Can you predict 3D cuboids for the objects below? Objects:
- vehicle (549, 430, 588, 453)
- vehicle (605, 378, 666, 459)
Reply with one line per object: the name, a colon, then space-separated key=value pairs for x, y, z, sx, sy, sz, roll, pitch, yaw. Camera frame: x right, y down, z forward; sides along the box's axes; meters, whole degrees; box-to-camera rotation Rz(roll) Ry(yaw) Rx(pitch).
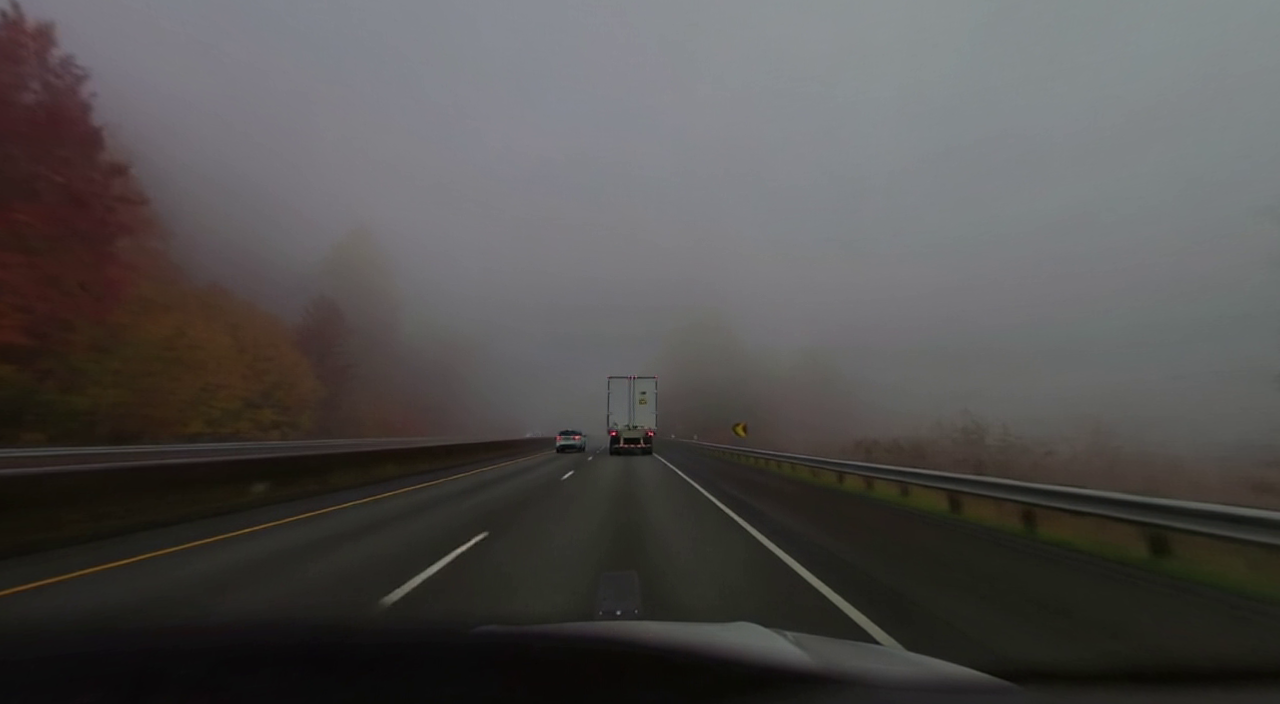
vehicle: x=-4.850 y=6.162 z=43.335 sx=2.217 sy=1.495 sz=4.245 roll=0 pitch=-8 yaw=0
vehicle: x=-0.392 y=4.082 z=37.185 sx=3.013 sy=4.016 sz=11.496 roll=0 pitch=-8 yaw=-2
